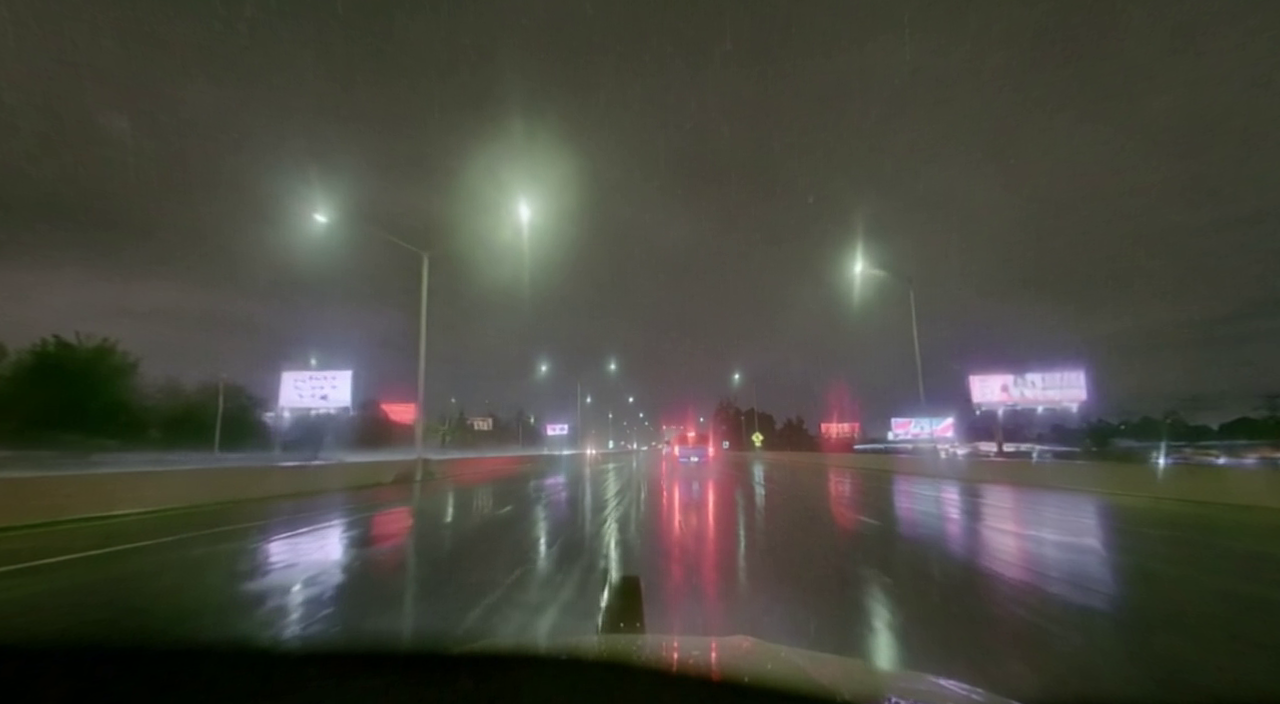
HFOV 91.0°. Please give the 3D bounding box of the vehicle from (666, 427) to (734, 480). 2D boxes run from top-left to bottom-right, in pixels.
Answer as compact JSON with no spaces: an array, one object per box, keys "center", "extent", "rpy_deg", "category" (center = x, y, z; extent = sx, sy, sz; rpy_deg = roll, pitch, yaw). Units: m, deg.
[{"center":[2.615,4.695,29.259],"extent":[2.740,2.157,6.300],"rpy_deg":[-1,-9,2],"category":"vehicle"}]
